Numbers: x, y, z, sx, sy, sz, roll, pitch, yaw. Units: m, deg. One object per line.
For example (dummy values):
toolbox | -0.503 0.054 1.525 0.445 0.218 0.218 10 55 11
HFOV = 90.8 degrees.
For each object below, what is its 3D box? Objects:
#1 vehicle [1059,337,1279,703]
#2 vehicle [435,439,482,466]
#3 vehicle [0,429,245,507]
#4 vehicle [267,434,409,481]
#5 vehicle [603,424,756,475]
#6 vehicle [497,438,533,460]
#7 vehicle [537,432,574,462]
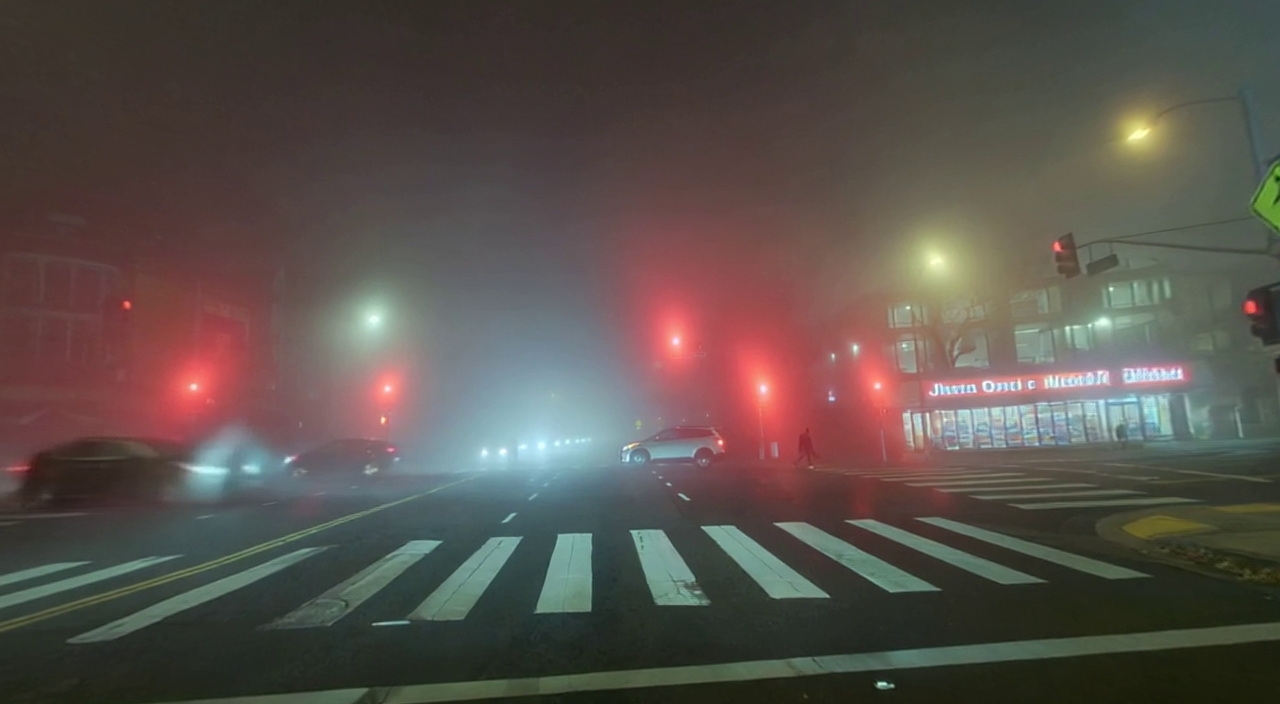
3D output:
vehicle | 3.030 0.607 0.869 1.866 1.654 4.354 0 -8 0
vehicle | -10.936 6.079 38.301 1.885 1.545 4.124 0 -8 -5
vehicle | -12.467 2.746 15.279 4.446 1.714 1.830 1 -8 -7
vehicle | -11.534 4.038 24.427 4.513 1.682 1.810 1 -9 -8
vehicle | 1.199 3.111 20.302 4.612 1.521 1.811 1 -9 -9
vehicle | -8.585 6.694 43.670 1.906 1.402 4.904 0 -8 -5
vehicle | -5.086 5.801 38.628 1.976 1.683 4.117 0 -8 -4
